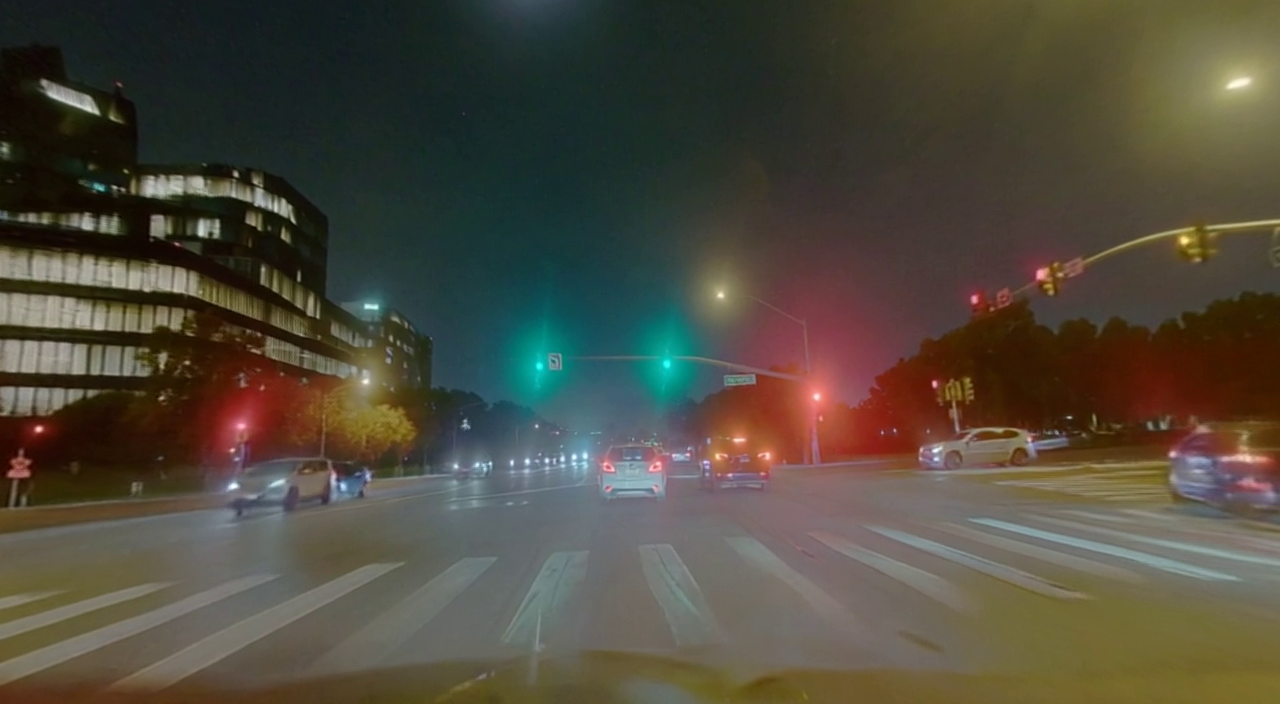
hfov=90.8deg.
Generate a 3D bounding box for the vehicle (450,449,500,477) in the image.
[{"bbox_3d":[-11.044,7.455,42.670,2.102,1.758,4.532,0,-8,1],"label":"vehicle"}]

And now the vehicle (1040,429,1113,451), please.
[{"bbox_3d":[31.015,6.294,45.030,2.032,1.458,4.204,0,-8,-3],"label":"vehicle"}]

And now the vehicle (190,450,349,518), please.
[{"bbox_3d":[-11.270,4.005,19.733,2.078,1.795,4.636,0,-8,1],"label":"vehicle"}]

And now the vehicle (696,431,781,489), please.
[{"bbox_3d":[3.241,3.676,21.856,2.107,1.773,4.557,0,-8,-1],"label":"vehicle"}]

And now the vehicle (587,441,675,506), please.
[{"bbox_3d":[-0.254,3.126,16.761,2.034,1.500,3.966,0,-8,-1],"label":"vehicle"}]

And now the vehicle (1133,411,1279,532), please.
[{"bbox_3d":[10.464,2.019,11.143,2.039,1.760,4.319,-5,-10,29],"label":"vehicle"}]

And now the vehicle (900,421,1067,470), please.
[{"bbox_3d":[15.155,4.187,28.361,6.013,2.030,2.461,-2,-9,12],"label":"vehicle"}]
